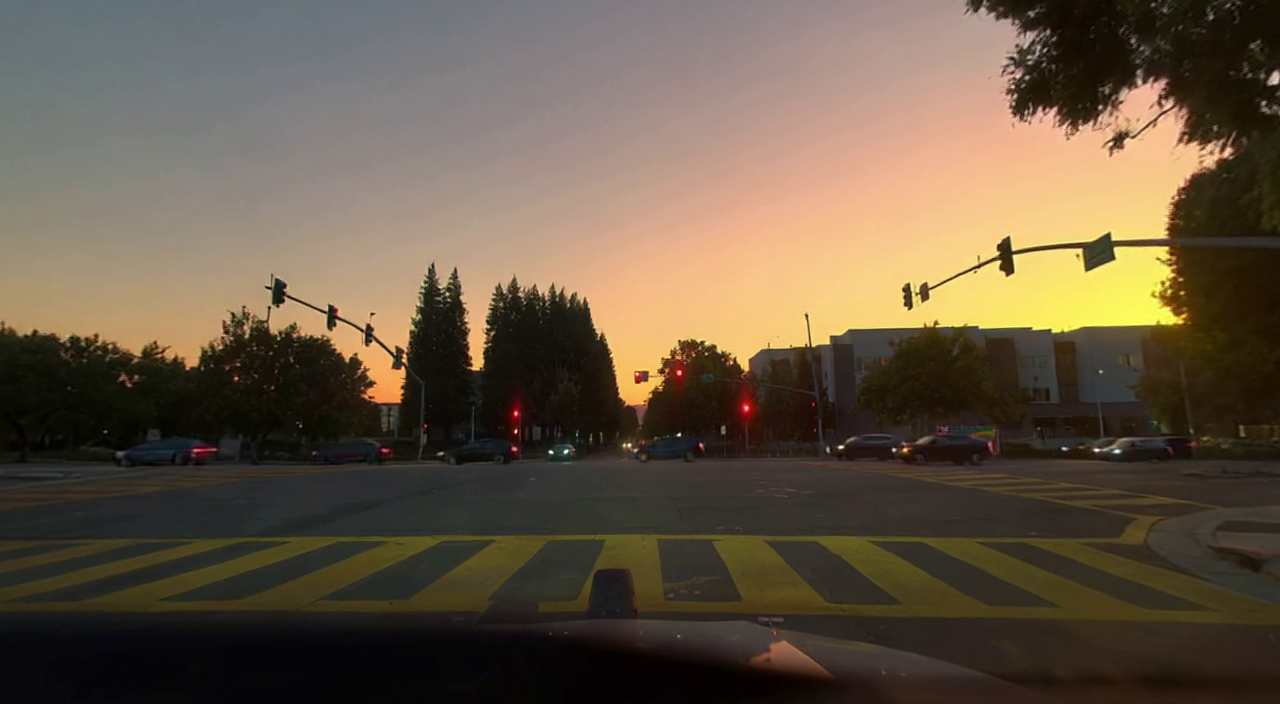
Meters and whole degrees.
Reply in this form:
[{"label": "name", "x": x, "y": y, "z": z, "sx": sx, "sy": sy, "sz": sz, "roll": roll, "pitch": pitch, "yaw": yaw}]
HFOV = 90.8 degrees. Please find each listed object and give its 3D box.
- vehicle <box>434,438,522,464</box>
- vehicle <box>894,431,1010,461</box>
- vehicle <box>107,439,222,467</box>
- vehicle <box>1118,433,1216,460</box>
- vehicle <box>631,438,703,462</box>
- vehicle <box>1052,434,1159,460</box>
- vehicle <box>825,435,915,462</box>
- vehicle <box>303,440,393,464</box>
[{"label": "vehicle", "x": -9.366, "y": 5.731, "z": 36.710, "sx": 4.631, "sy": 1.435, "sz": 1.715, "roll": 0, "pitch": -9, "yaw": 0}, {"label": "vehicle", "x": 19.585, "y": 5.930, "z": 39.883, "sx": 6.133, "sy": 1.833, "sz": 2.155, "roll": 0, "pitch": -9, "yaw": 0}, {"label": "vehicle", "x": -25.259, "y": 5.392, "z": 33.681, "sx": 4.629, "sy": 1.423, "sz": 1.833, "roll": -1, "pitch": -9, "yaw": 1}, {"label": "vehicle", "x": 33.683, "y": 6.045, "z": 40.462, "sx": 4.488, "sy": 1.667, "sz": 1.869, "roll": 0, "pitch": -9, "yaw": 0}, {"label": "vehicle", "x": 1.689, "y": 6.250, "z": 40.283, "sx": 4.443, "sy": 1.472, "sz": 1.794, "roll": 0, "pitch": -9, "yaw": 1}, {"label": "vehicle", "x": 27.121, "y": 5.559, "z": 36.893, "sx": 4.724, "sy": 1.452, "sz": 1.870, "roll": 0, "pitch": -9, "yaw": 0}, {"label": "vehicle", "x": 13.324, "y": 5.593, "z": 36.735, "sx": 4.519, "sy": 1.476, "sz": 1.767, "roll": 0, "pitch": -9, "yaw": 0}, {"label": "vehicle", "x": -18.557, "y": 6.364, "z": 40.270, "sx": 4.759, "sy": 1.445, "sz": 1.865, "roll": 0, "pitch": -9, "yaw": 0}]
